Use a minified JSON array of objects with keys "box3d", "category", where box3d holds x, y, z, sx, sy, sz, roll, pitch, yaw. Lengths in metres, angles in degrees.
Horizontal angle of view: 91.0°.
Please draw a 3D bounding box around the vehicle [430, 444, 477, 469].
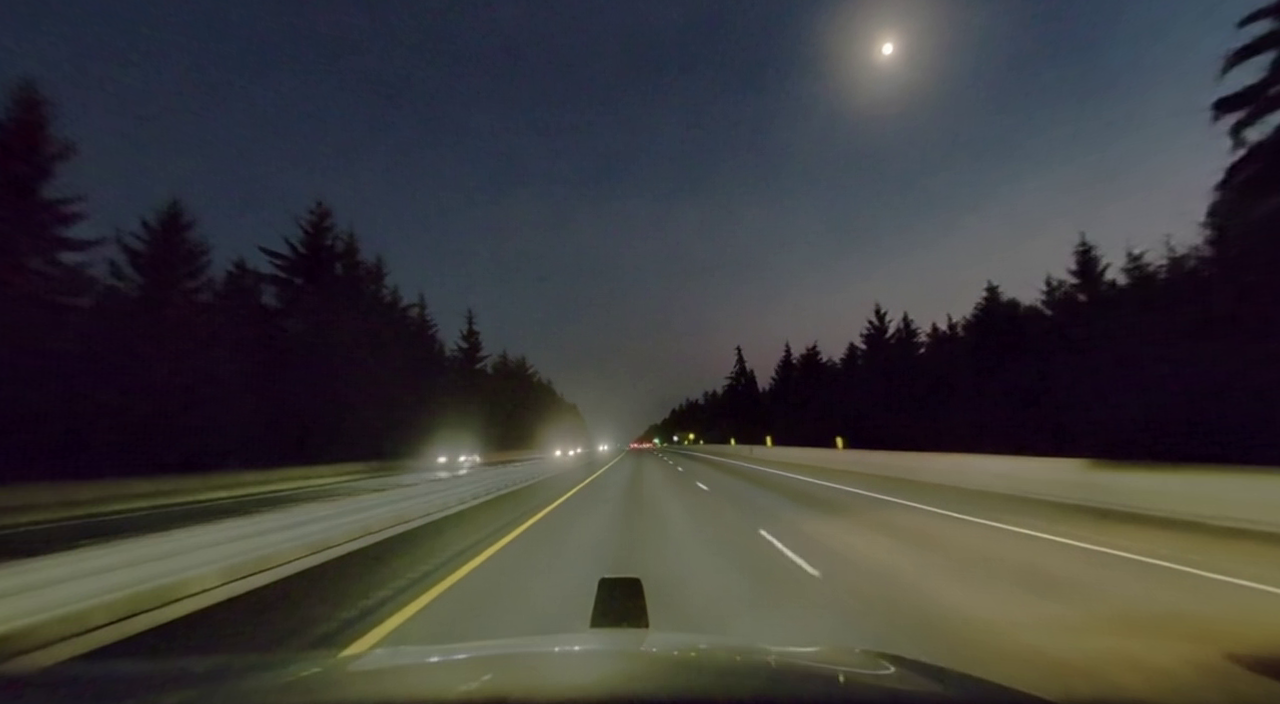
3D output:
[{"box3d":[-12.219,6.827,41.357,1.838,1.517,3.901,0,-8,1],"category":"vehicle"}]
